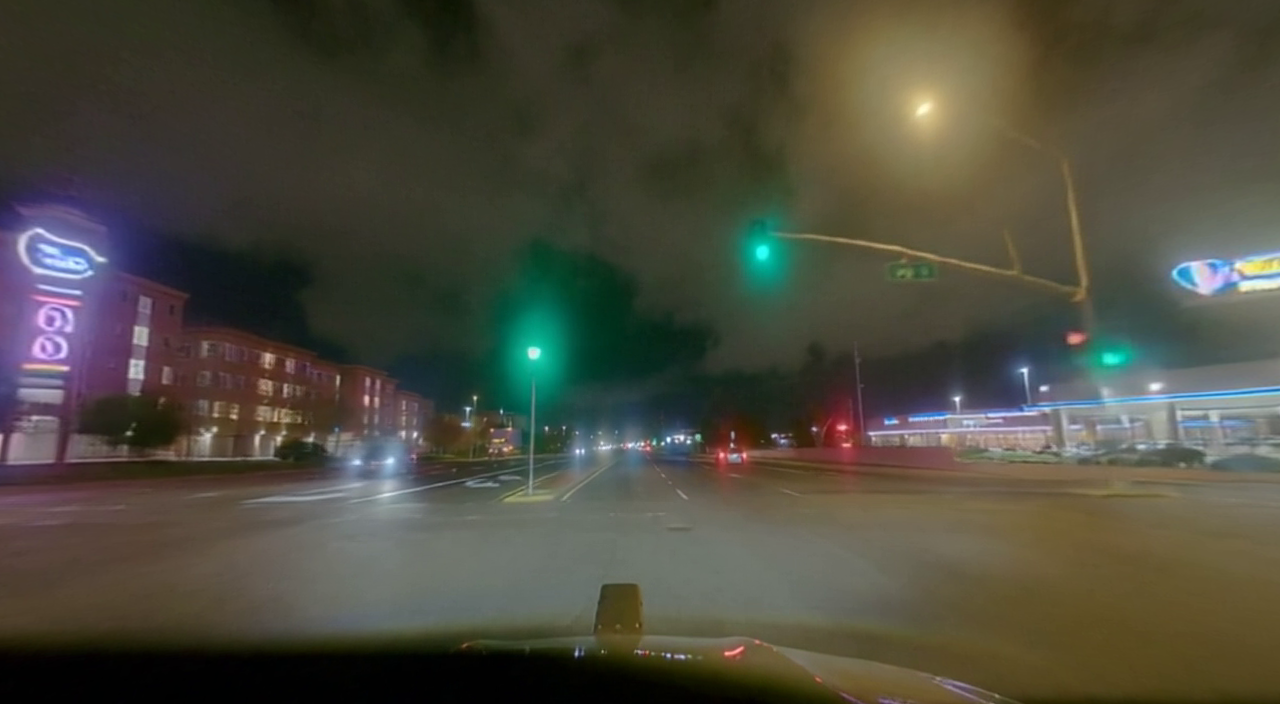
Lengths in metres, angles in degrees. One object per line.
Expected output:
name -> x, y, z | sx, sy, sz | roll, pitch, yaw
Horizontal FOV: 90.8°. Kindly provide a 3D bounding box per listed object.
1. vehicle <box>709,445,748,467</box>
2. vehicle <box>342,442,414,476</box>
vehicle -> 6.134, 7.244, 44.091 | 1.916, 1.437, 4.327 | 0, -9, -3
vehicle -> -15.174, 6.219, 36.920 | 2.036, 1.787, 4.985 | 0, -9, 0
